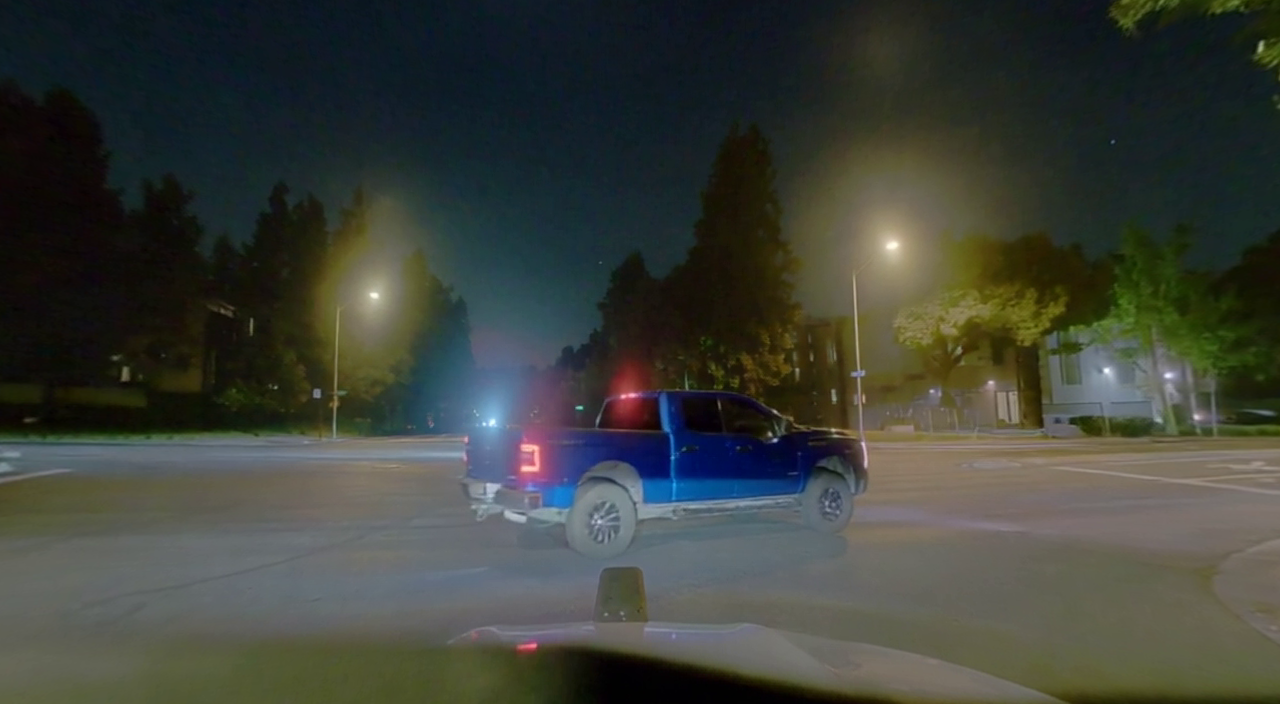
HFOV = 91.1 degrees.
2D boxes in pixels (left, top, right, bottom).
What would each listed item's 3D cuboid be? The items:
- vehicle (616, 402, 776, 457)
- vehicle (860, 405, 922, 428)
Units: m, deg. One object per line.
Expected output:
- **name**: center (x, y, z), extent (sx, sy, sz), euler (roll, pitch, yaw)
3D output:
- **vehicle**: center (1.989, 2.834, 22.754), extent (5.333, 1.837, 2.124), euler (2, -9, -17)
- **vehicle**: center (18.350, 4.741, 45.842), extent (4.674, 1.483, 1.745), euler (5, -10, -33)
